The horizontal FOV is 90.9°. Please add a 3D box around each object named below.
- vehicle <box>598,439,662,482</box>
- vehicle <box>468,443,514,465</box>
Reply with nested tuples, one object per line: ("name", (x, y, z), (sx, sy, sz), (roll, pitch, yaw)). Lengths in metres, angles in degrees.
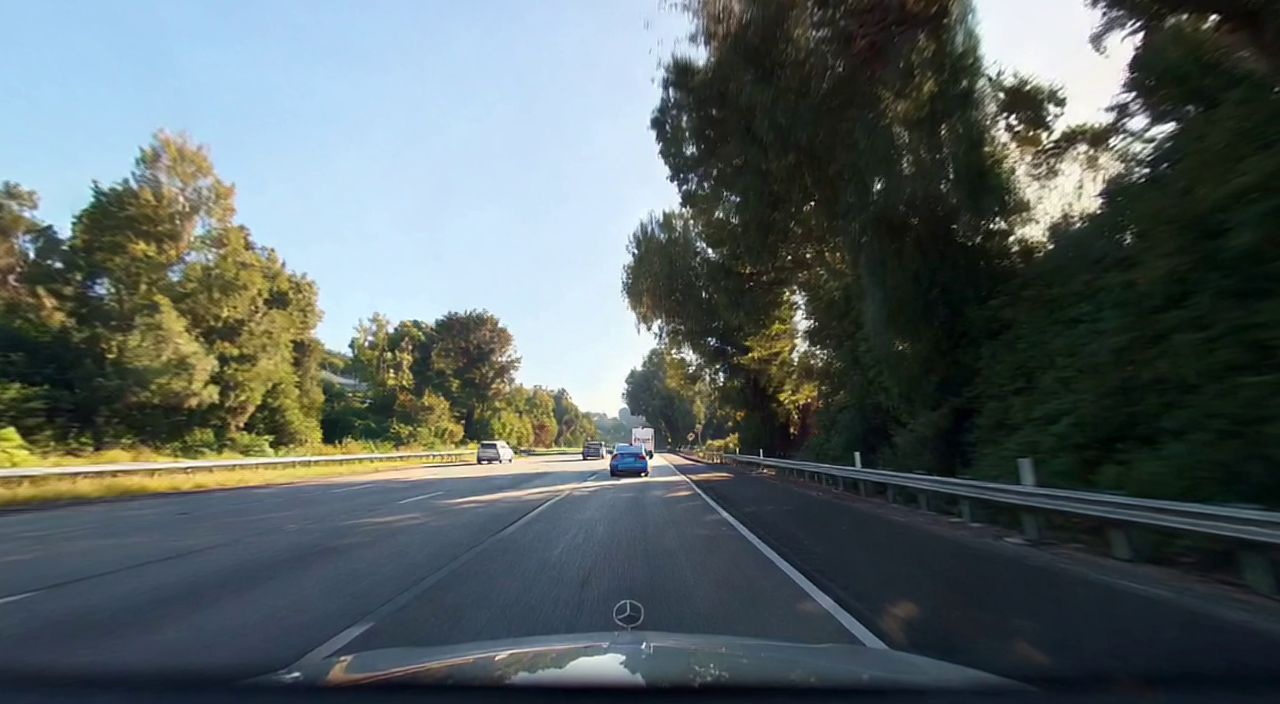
("vehicle", (-0.332, 4.082, 23.952), (2.238, 1.479, 3.672), (0, -9, 0))
("vehicle", (-10.864, 7.466, 46.337), (2.152, 1.496, 4.523), (0, -9, 1))
